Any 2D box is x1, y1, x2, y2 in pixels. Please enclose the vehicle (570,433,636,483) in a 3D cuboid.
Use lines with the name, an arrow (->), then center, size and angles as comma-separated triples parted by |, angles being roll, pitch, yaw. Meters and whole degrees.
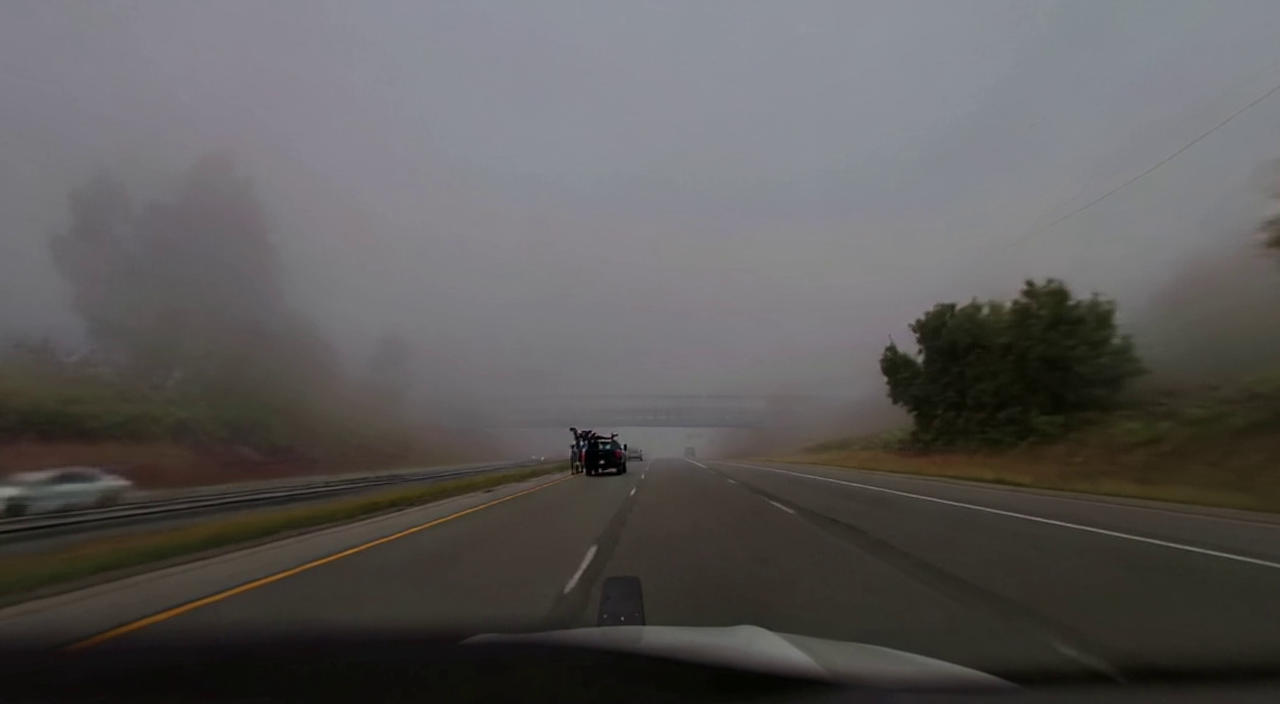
vehicle -> -1.474, 4.610, 27.603 | 2.369, 1.948, 5.343 | 0, -9, 2
